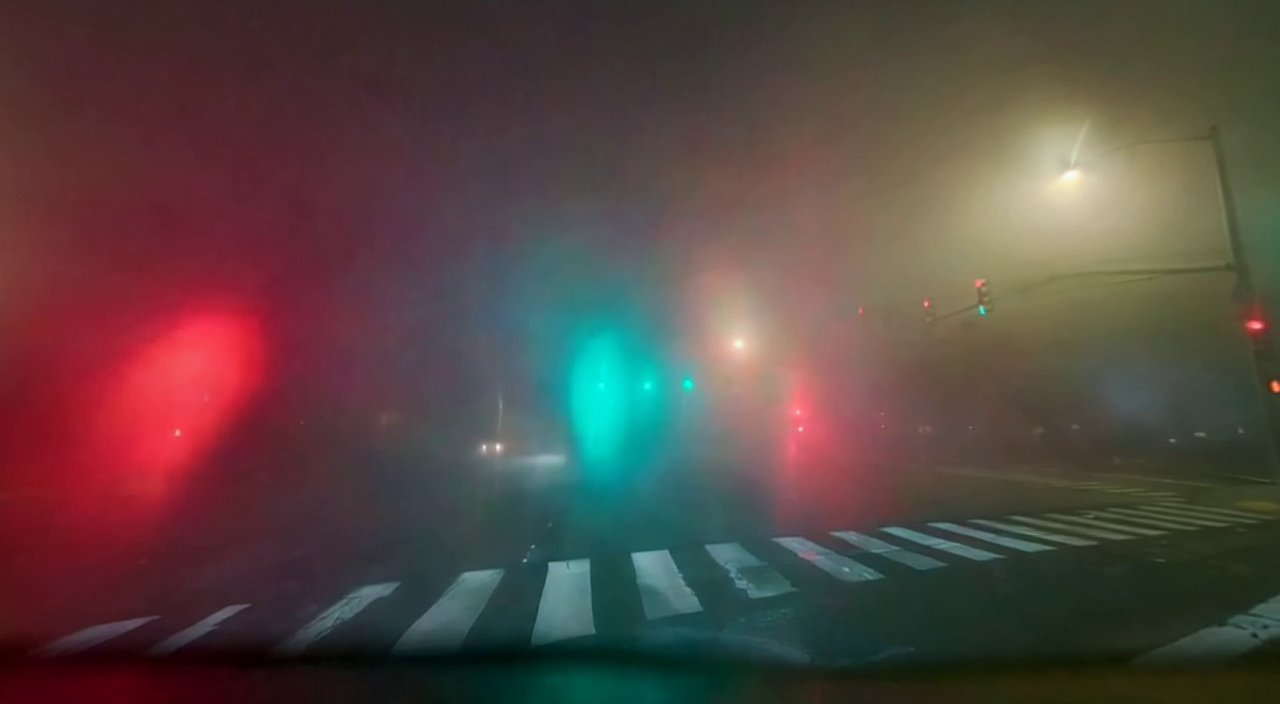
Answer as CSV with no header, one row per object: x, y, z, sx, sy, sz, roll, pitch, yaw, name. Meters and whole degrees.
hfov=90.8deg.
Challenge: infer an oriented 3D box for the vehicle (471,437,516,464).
-9.735,6.615,42.365,1.988,1.692,4.412,0,-8,0,vehicle
